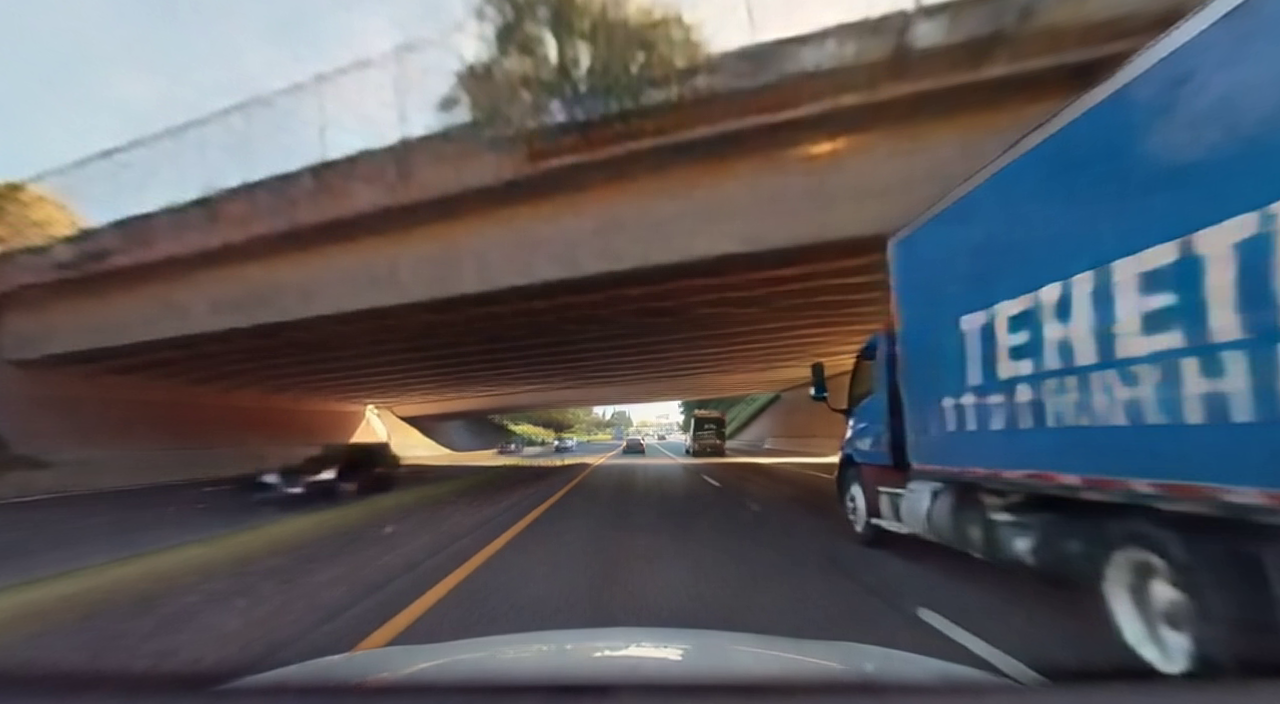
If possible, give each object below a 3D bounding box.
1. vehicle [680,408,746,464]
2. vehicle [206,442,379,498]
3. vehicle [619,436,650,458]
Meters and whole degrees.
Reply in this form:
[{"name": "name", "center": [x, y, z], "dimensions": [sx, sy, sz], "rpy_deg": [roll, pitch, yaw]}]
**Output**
[{"name": "vehicle", "center": [3.811, 4.567, 34.485], "dimensions": [2.715, 2.746, 6.550], "rpy_deg": [0, -8, -1]}, {"name": "vehicle", "center": [-8.842, 3.010, 16.600], "dimensions": [2.006, 1.218, 4.520], "rpy_deg": [0, -8, 0]}, {"name": "vehicle", "center": [-0.353, 6.269, 41.844], "dimensions": [1.996, 1.325, 4.029], "rpy_deg": [0, -8, 0]}]
